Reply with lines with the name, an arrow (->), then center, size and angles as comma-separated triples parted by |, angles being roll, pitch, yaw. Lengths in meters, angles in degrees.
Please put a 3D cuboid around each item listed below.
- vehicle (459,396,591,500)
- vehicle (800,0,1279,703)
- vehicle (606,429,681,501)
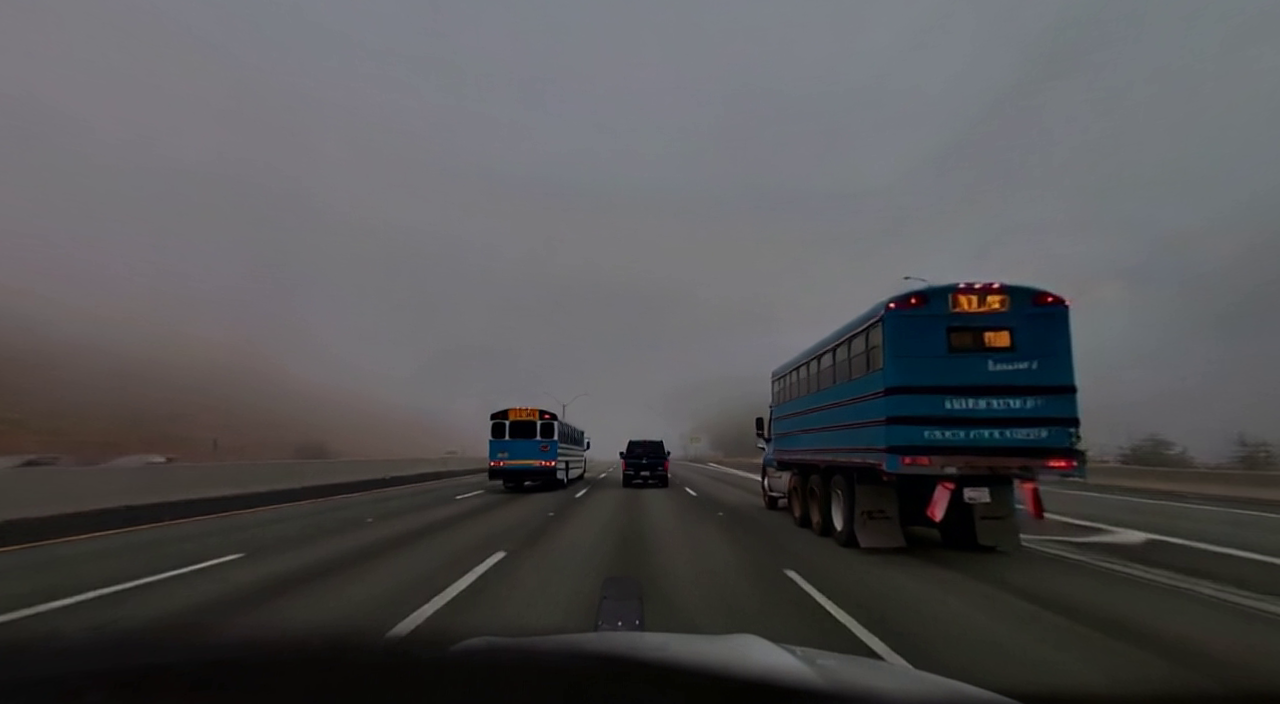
vehicle -> -3.657, 3.428, 22.389 | 2.947, 3.009, 7.991 | 0, -9, 1
vehicle -> 4.164, -0.024, 3.524 | 3.006, 4.101, 13.245 | 0, -9, 0
vehicle -> 0.073, 3.443, 19.460 | 2.037, 1.929, 4.343 | 0, -9, -1
